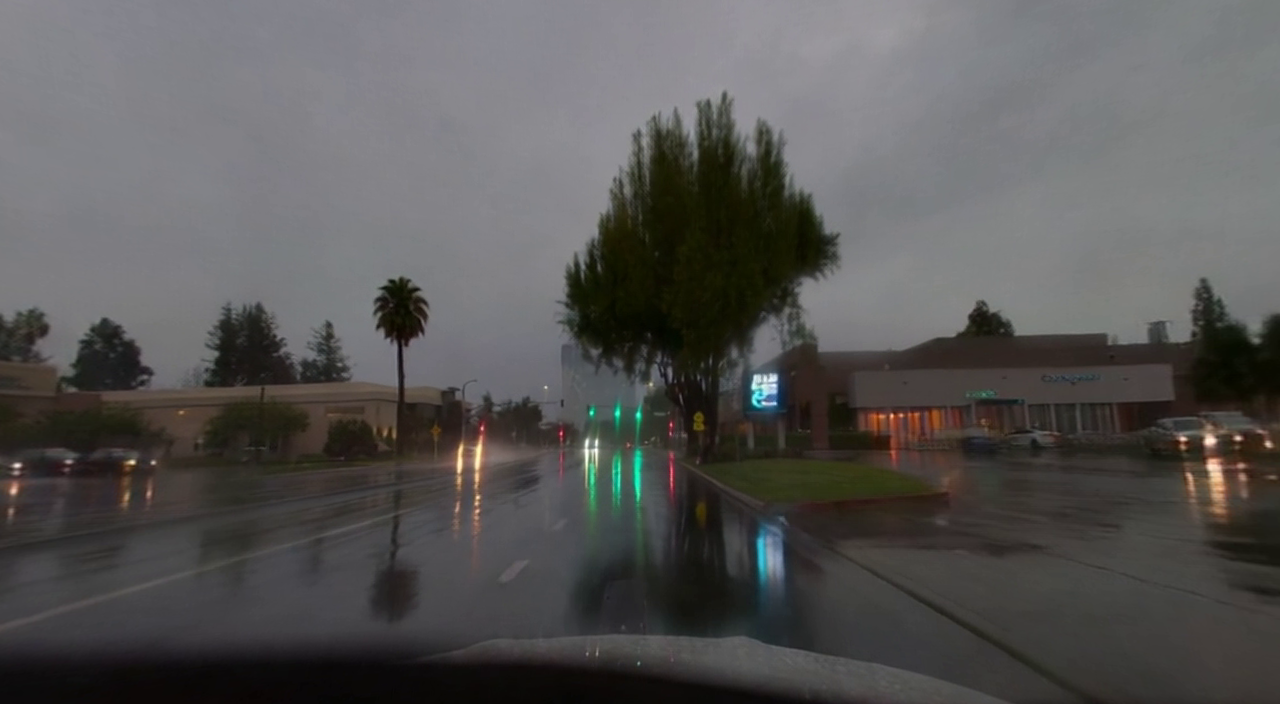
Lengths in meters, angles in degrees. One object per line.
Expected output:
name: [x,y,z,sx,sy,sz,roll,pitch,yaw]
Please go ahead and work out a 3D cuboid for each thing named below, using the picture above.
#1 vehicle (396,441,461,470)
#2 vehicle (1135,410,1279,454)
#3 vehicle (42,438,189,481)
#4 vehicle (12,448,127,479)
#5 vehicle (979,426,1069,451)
vehicle: [-12.050,5.911,36.148,2.078,1.532,4.627,0,-8,1]
vehicle: [25.079,3.497,27.372,5.117,1.813,2.052,0,-8,0]
vehicle: [-29.727,6.080,35.732,6.383,1.887,2.223,-4,-9,0]
vehicle: [-29.803,5.821,32.873,4.133,1.501,1.876,0,-8,0]
vehicle: [25.339,5.714,41.515,4.649,1.611,1.945,0,-8,-1]
